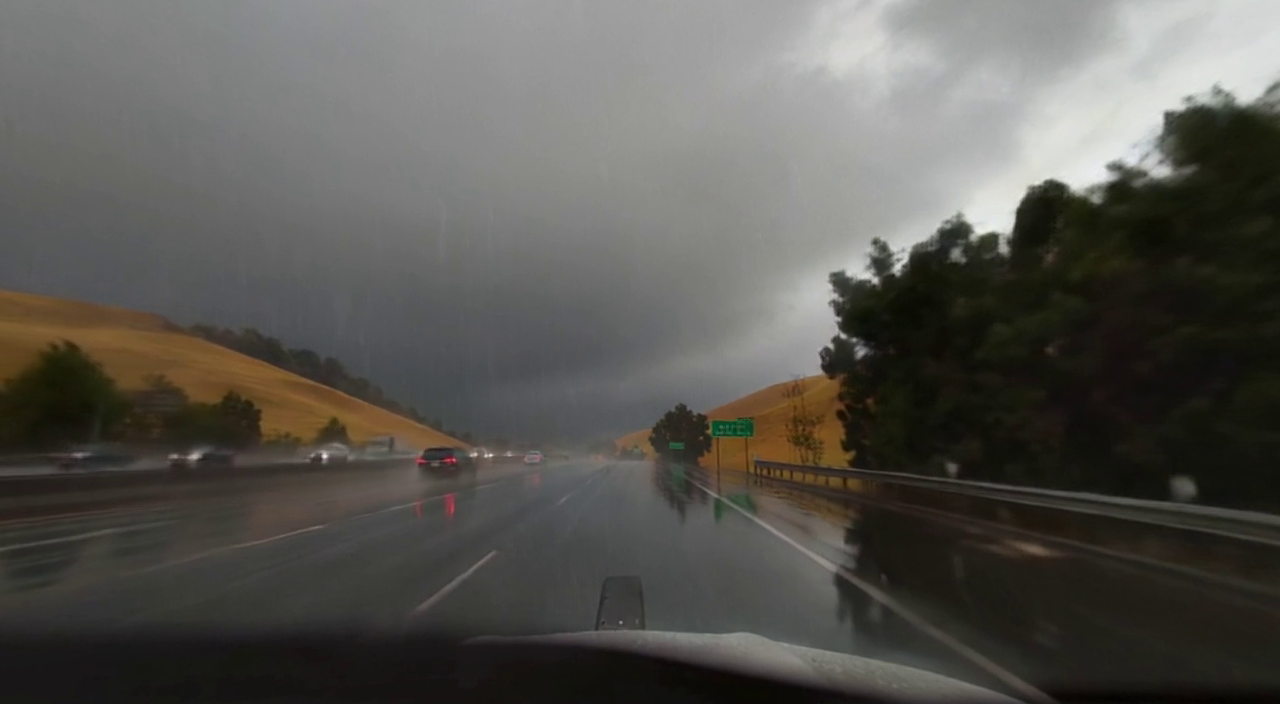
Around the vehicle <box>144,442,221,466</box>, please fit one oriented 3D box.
[{"bbox_3d":[-31.759,7.094,43.918,2.159,1.528,4.396,0,-9,-2],"label":"vehicle"}]

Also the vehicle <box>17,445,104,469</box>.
[{"bbox_3d":[-39.205,7.117,42.764,1.851,1.509,4.345,0,-9,-2],"label":"vehicle"}]

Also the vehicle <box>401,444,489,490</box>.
[{"bbox_3d":[-7.403,4.394,24.427,2.045,1.624,4.338,0,-9,0],"label":"vehicle"}]
